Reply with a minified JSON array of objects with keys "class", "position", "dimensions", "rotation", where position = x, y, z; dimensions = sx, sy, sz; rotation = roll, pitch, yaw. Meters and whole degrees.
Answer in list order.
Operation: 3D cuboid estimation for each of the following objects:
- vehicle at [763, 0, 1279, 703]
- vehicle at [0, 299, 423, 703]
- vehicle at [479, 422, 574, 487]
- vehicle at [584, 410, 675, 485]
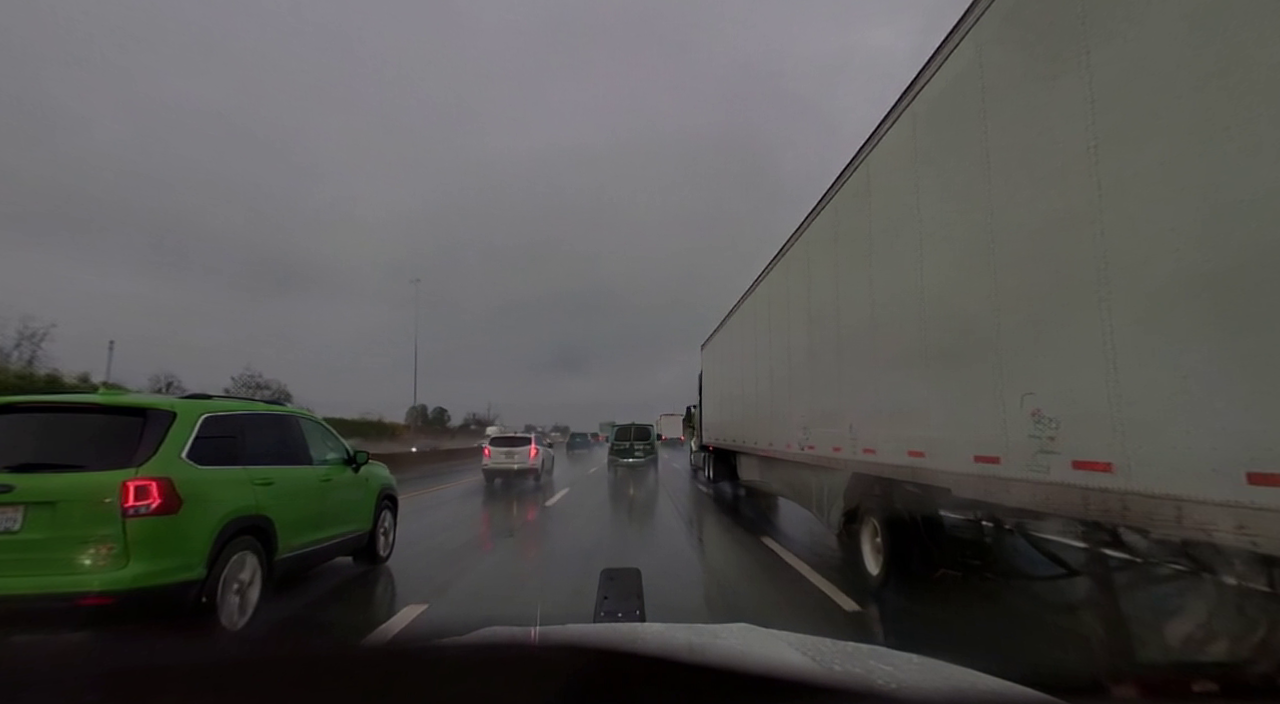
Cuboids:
[{"class":"vehicle","position":[3.634,-0.280,3.076],"dimensions":[2.852,4.121,16.210],"rotation":[0,-8,0]},{"class":"vehicle","position":[-3.438,1.001,4.215],"dimensions":[2.193,1.803,4.958],"rotation":[0,-8,0]},{"class":"vehicle","position":[-3.478,3.262,20.276],"dimensions":[2.120,1.812,4.659],"rotation":[0,-8,1]},{"class":"vehicle","position":[-0.340,3.259,21.675],"dimensions":[2.704,2.216,5.804],"rotation":[0,-8,0]}]
